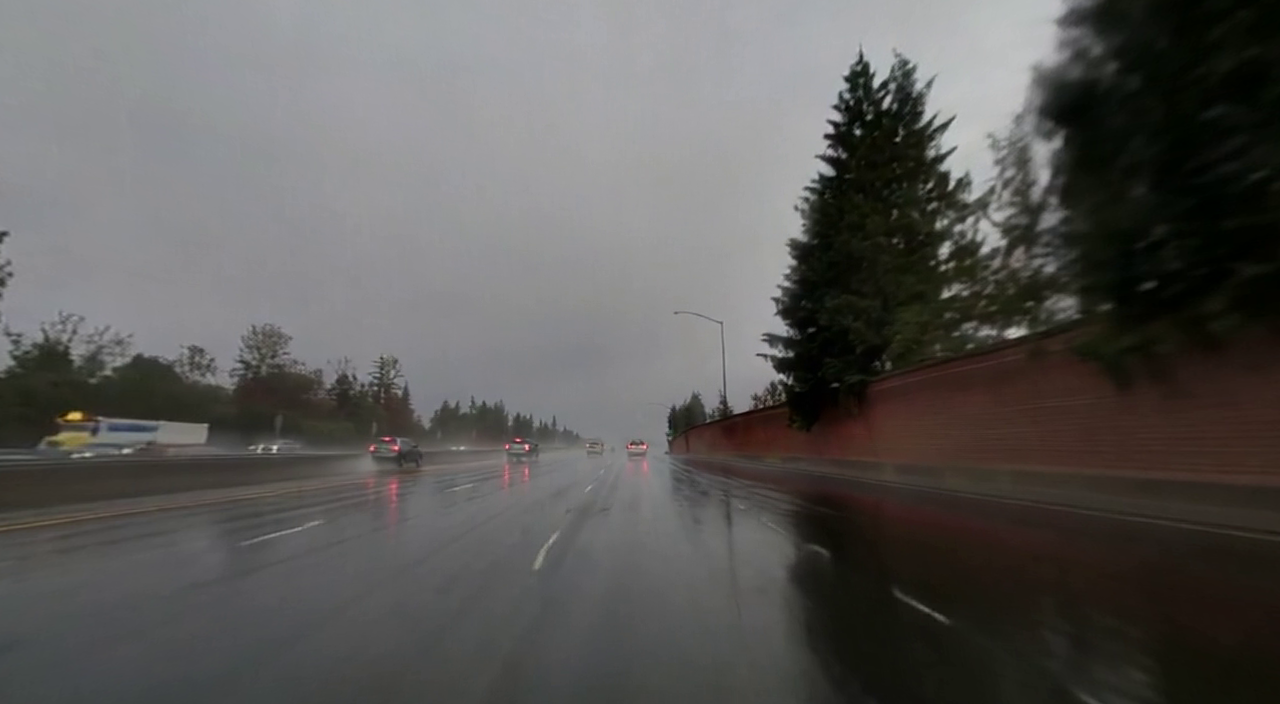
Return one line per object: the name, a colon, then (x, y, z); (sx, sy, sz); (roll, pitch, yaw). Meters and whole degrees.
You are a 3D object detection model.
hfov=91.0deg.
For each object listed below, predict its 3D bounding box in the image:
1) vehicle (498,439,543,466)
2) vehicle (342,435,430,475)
vehicle: (-8.018, 6.805, 42.743); (2.151, 1.707, 4.759); (0, -9, 0)
vehicle: (-11.370, 4.643, 28.592); (2.025, 1.618, 4.683); (1, -9, 0)
